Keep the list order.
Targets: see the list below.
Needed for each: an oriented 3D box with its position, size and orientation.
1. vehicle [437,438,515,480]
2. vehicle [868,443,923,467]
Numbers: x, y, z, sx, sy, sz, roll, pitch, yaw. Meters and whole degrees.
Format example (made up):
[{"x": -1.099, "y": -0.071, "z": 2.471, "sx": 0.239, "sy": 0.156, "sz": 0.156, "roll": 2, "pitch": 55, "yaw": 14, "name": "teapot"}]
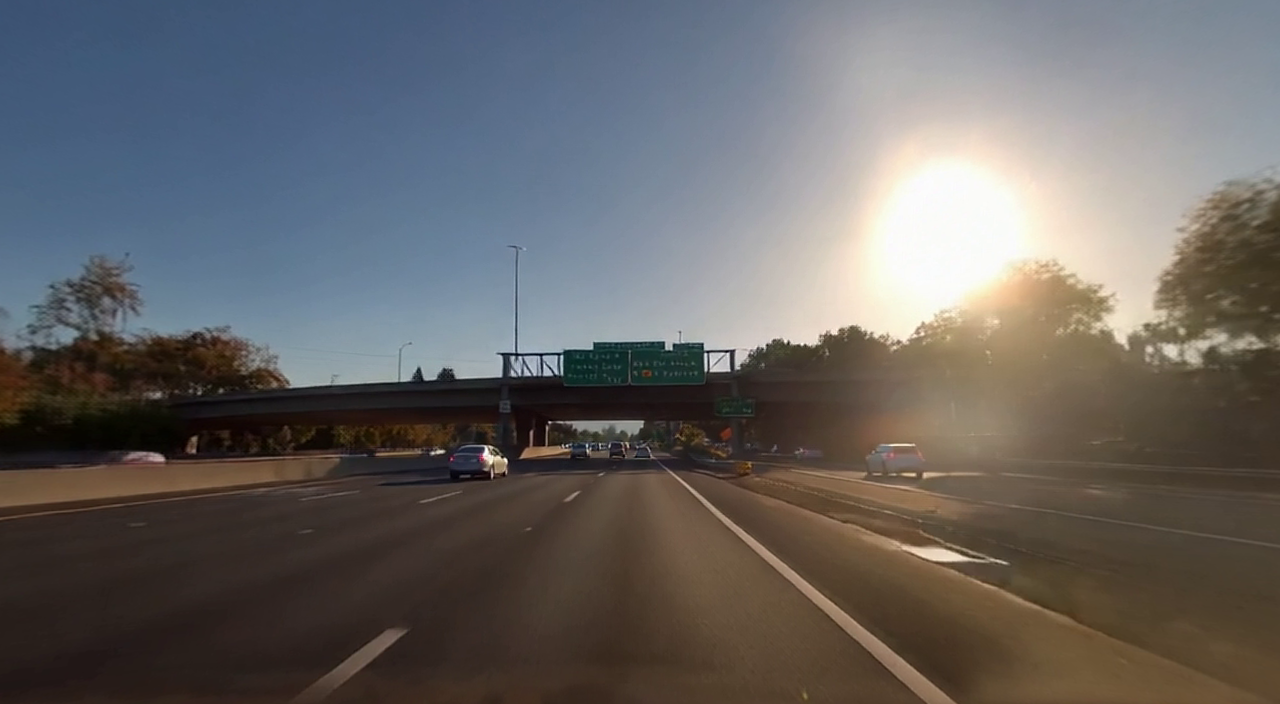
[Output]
[{"x": -6.487, "y": 4.272, "z": 25.382, "sx": 1.985, "sy": 1.513, "sz": 4.172, "roll": 0, "pitch": -8, "yaw": 1, "name": "vehicle"}, {"x": 17.756, "y": 7.164, "z": 43.965, "sx": 1.884, "sy": 1.567, "sz": 4.692, "roll": 0, "pitch": -8, "yaw": 0, "name": "vehicle"}]
